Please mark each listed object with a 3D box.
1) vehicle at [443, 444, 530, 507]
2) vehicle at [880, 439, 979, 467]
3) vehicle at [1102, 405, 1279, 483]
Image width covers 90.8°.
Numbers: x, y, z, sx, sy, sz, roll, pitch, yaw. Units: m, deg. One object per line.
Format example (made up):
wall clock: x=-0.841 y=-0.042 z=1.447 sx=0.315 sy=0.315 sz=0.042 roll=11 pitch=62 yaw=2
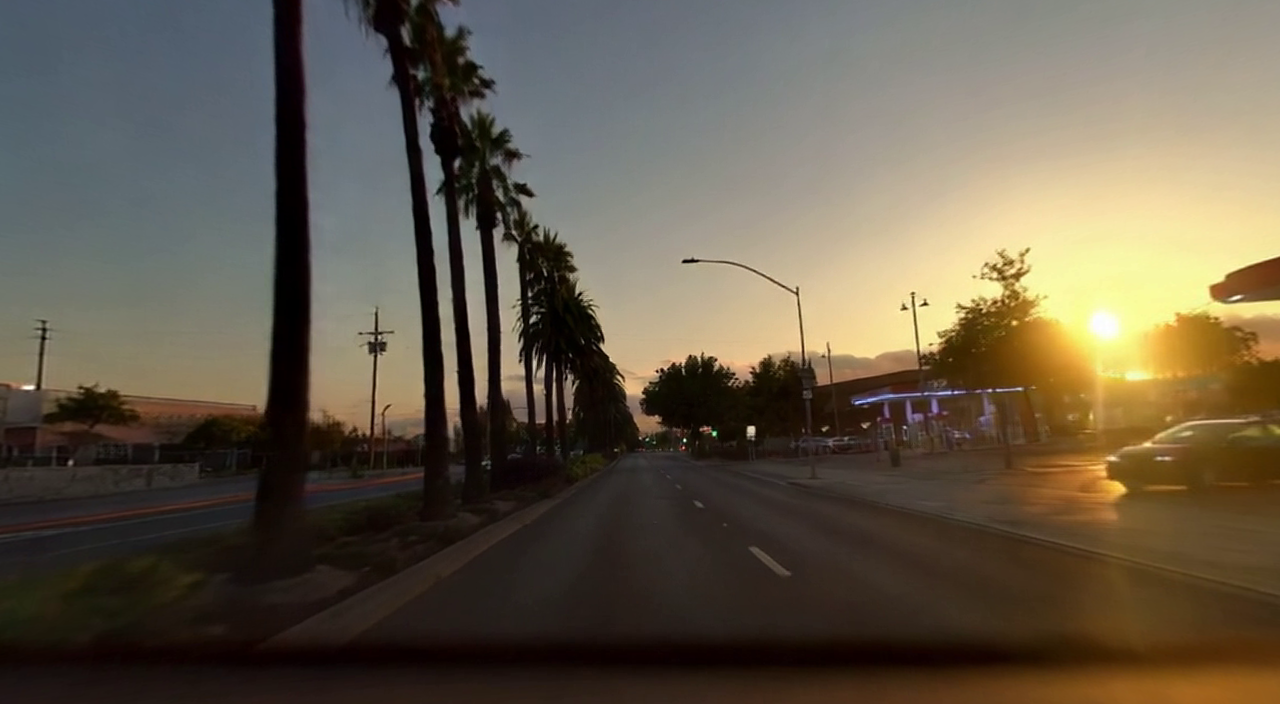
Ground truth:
vehicle: x=-4.371 y=3.416 z=18.150 sx=2.073 sy=1.525 sz=4.809 roll=2 pitch=-9 yaw=-13
vehicle: x=16.193 y=5.665 z=35.492 sx=4.549 sy=1.492 sz=1.981 roll=0 pitch=-8 yaw=3
vehicle: x=14.375 y=2.183 z=14.984 sx=5.317 sy=1.700 sz=1.901 roll=0 pitch=-8 yaw=-1
